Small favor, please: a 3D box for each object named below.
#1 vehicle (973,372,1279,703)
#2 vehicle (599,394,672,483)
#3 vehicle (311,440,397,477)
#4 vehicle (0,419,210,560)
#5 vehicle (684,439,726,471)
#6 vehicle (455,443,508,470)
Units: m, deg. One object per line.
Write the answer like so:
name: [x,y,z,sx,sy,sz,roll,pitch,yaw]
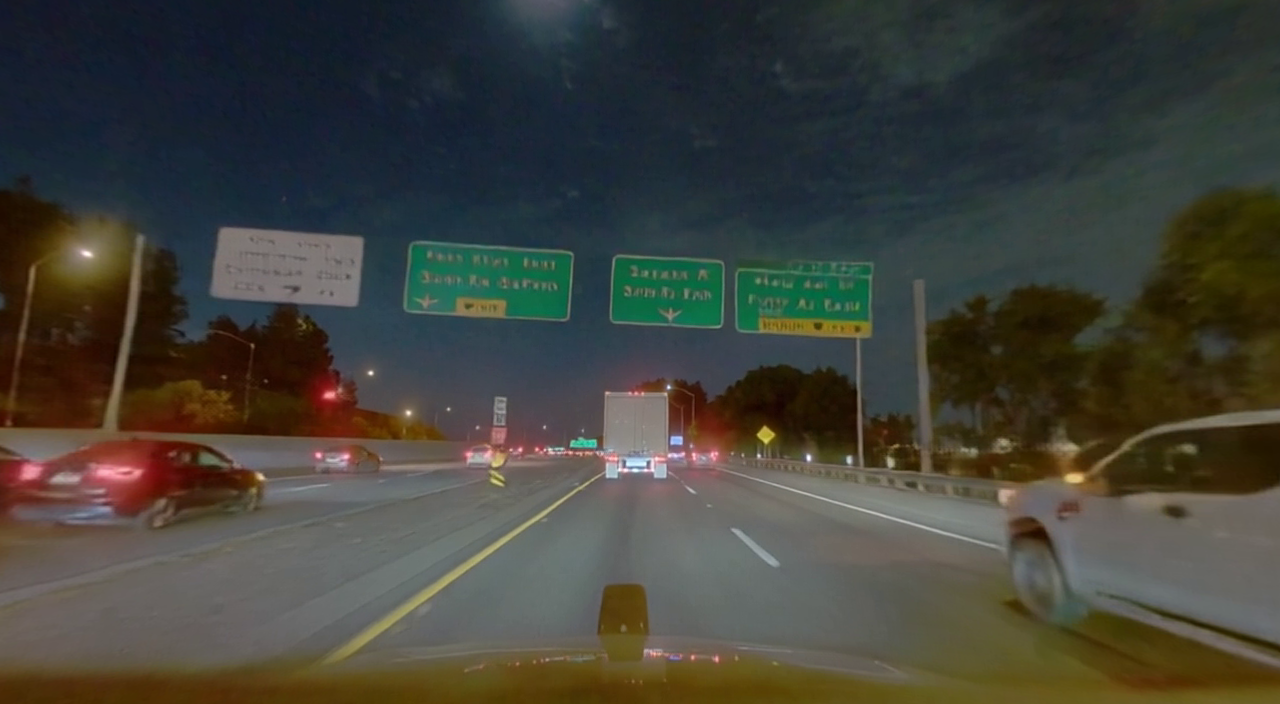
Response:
vehicle: [3.919,0.936,2.667,2.189,1.709,5.131,0,-9,0]
vehicle: [-0.239,4.332,30.954,2.916,3.584,10.841,0,-9,-1]
vehicle: [-12.625,4.736,28.201,1.906,1.510,4.303,0,-9,-1]
vehicle: [-8.185,1.724,8.255,2.006,1.562,4.475,0,-9,-1]
vehicle: [4.281,6.858,42.168,2.174,1.968,5.016,0,-9,-1]
vehicle: [-9.351,6.234,37.706,2.057,1.506,4.829,0,-9,-2]
